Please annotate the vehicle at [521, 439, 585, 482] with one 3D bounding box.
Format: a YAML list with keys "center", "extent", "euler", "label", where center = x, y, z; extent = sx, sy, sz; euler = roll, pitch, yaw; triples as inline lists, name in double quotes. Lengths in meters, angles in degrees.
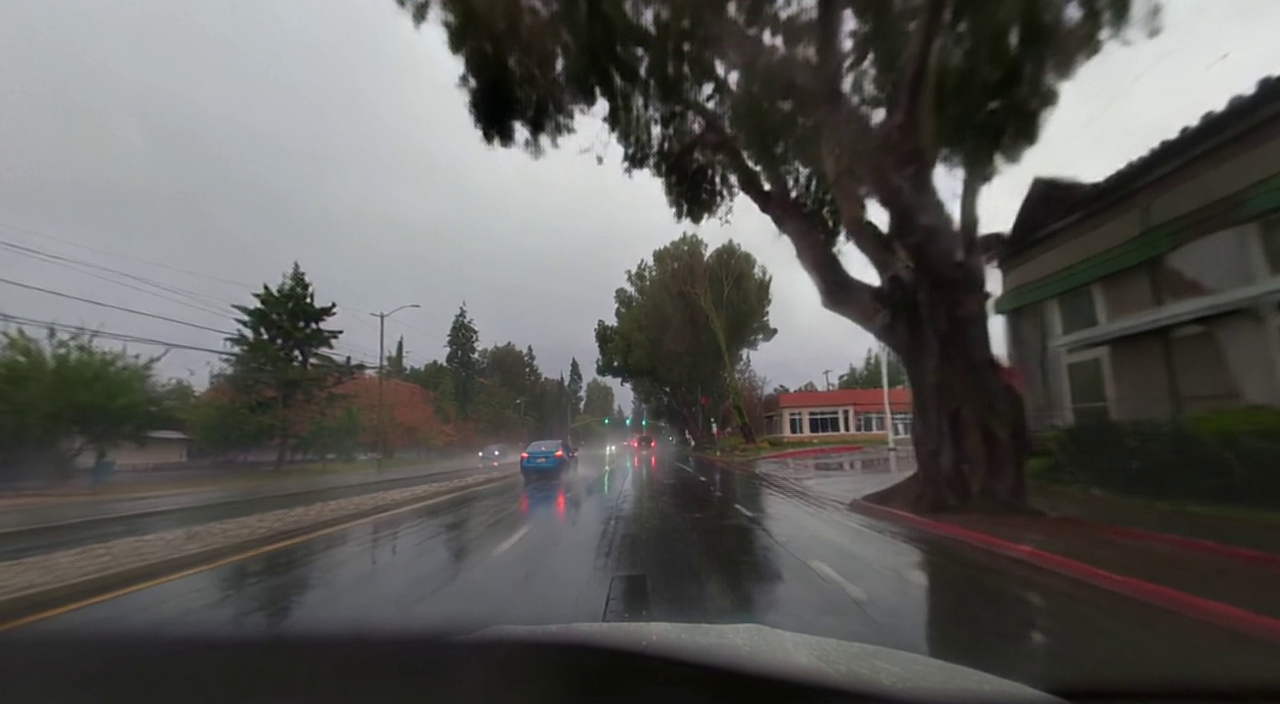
- center: [-3.544, 4.525, 26.530]
  extent: [1.914, 1.630, 4.351]
  euler: [-1, -8, 2]
  label: "vehicle"
